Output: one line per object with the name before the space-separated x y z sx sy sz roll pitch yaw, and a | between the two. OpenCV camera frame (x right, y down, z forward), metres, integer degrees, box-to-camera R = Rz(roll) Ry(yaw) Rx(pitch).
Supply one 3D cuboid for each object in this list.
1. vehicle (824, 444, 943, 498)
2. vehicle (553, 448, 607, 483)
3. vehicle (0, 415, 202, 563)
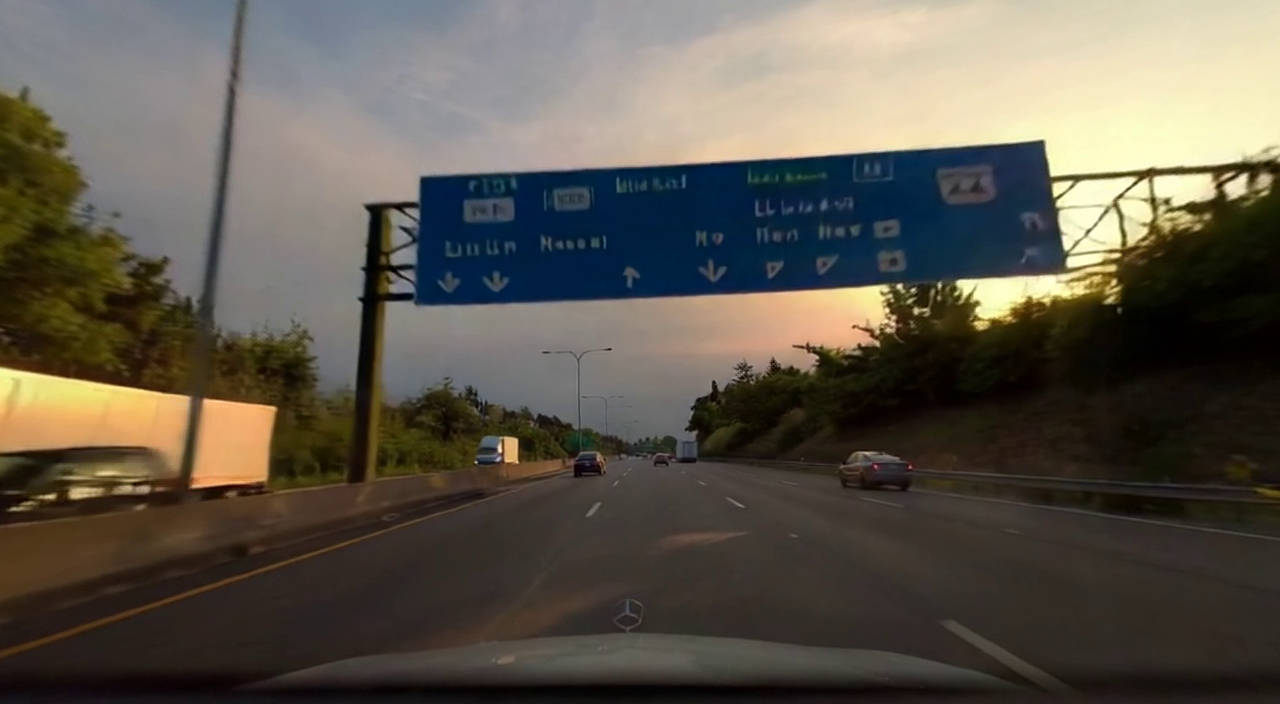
vehicle | 7.623 3.750 20.271 1.943 1.493 4.507 0 -9 -1
vehicle | -2.814 5.430 30.448 2.191 1.563 4.318 0 -9 0
vehicle | -11.422 2.391 11.353 2.334 2.350 6.510 0 -9 0
